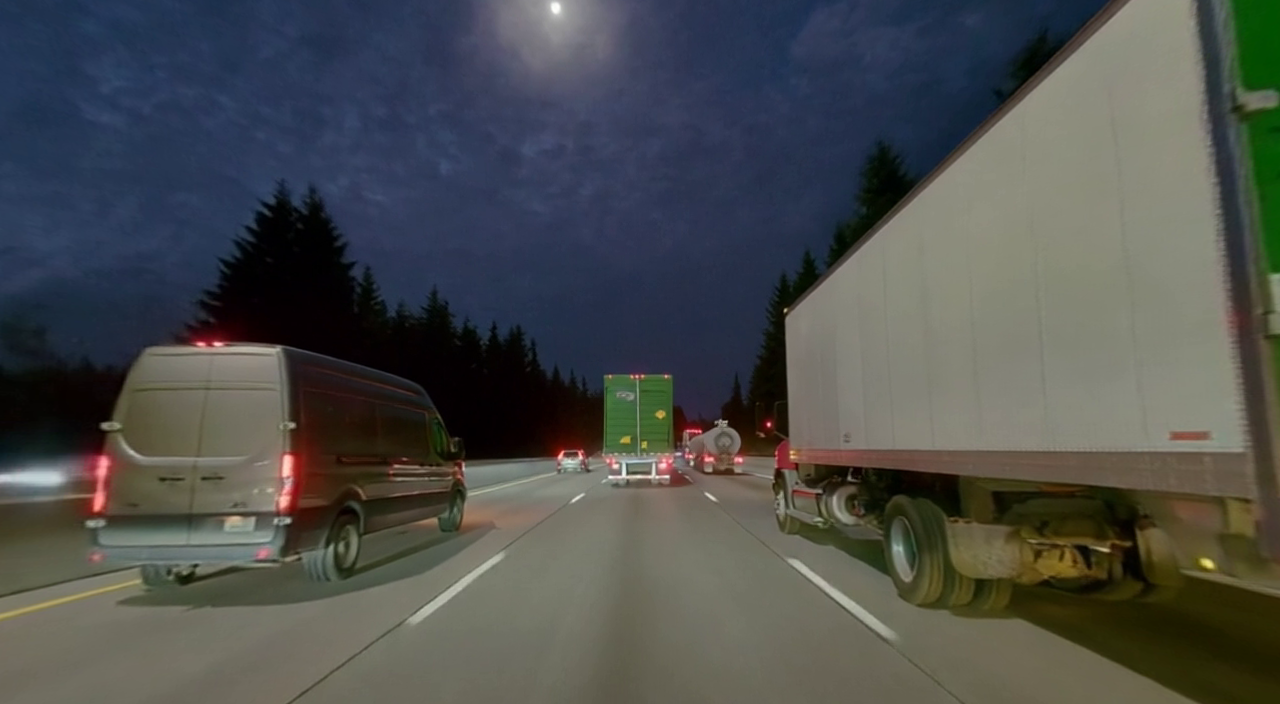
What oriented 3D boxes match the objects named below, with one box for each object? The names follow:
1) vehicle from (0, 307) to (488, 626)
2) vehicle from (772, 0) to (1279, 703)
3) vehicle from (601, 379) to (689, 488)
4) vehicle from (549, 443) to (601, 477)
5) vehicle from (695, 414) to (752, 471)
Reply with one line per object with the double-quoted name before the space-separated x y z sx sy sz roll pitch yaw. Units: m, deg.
"vehicle" -4.110 1.365 8.288 2.525 2.572 6.260 0 -9 1
"vehicle" 4.393 0.326 7.329 3.139 4.152 11.915 0 -9 0
"vehicle" 0.098 3.296 24.661 2.773 3.455 9.118 0 -9 -1
"vehicle" -3.390 5.766 33.923 2.134 1.652 4.439 0 -9 2
"vehicle" 5.688 6.493 44.967 2.706 3.500 11.483 0 -9 1
